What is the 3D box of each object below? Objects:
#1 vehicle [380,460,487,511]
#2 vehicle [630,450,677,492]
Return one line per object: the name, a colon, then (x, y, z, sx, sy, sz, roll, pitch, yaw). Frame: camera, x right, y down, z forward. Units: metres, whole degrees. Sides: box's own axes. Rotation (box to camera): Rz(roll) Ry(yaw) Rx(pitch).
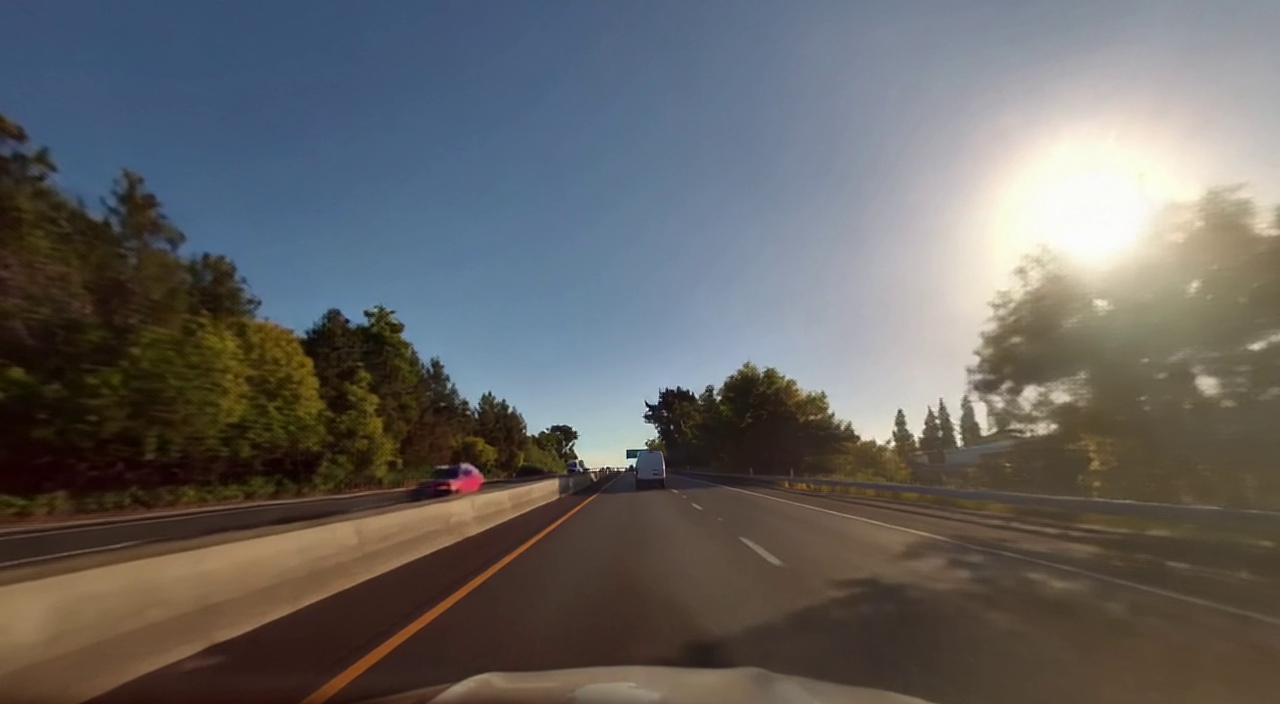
vehicle: (-7.861, 5.153, 24.613, 2.509, 1.758, 4.648, 1, -11, 1)
vehicle: (0.699, 6.737, 35.744, 2.429, 2.167, 4.558, 1, -11, -1)
